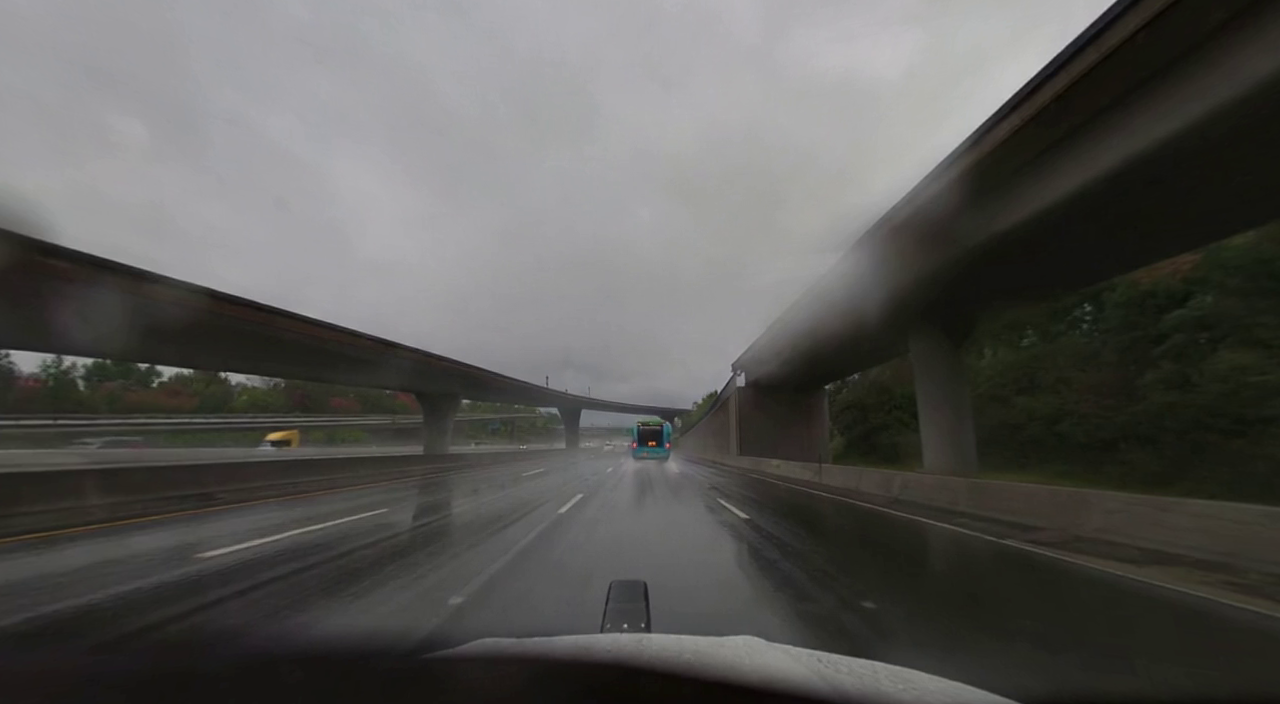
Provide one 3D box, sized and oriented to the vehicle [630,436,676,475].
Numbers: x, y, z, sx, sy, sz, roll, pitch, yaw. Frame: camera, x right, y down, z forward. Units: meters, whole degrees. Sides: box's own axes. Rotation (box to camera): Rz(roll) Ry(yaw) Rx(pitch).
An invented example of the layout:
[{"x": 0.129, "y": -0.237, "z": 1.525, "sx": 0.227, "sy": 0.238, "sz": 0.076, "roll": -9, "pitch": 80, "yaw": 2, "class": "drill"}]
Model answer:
[{"x": 0.550, "y": 4.901, "z": 30.150, "sx": 2.052, "sy": 1.711, "sz": 4.223, "roll": 0, "pitch": -8, "yaw": -1, "class": "vehicle"}]
